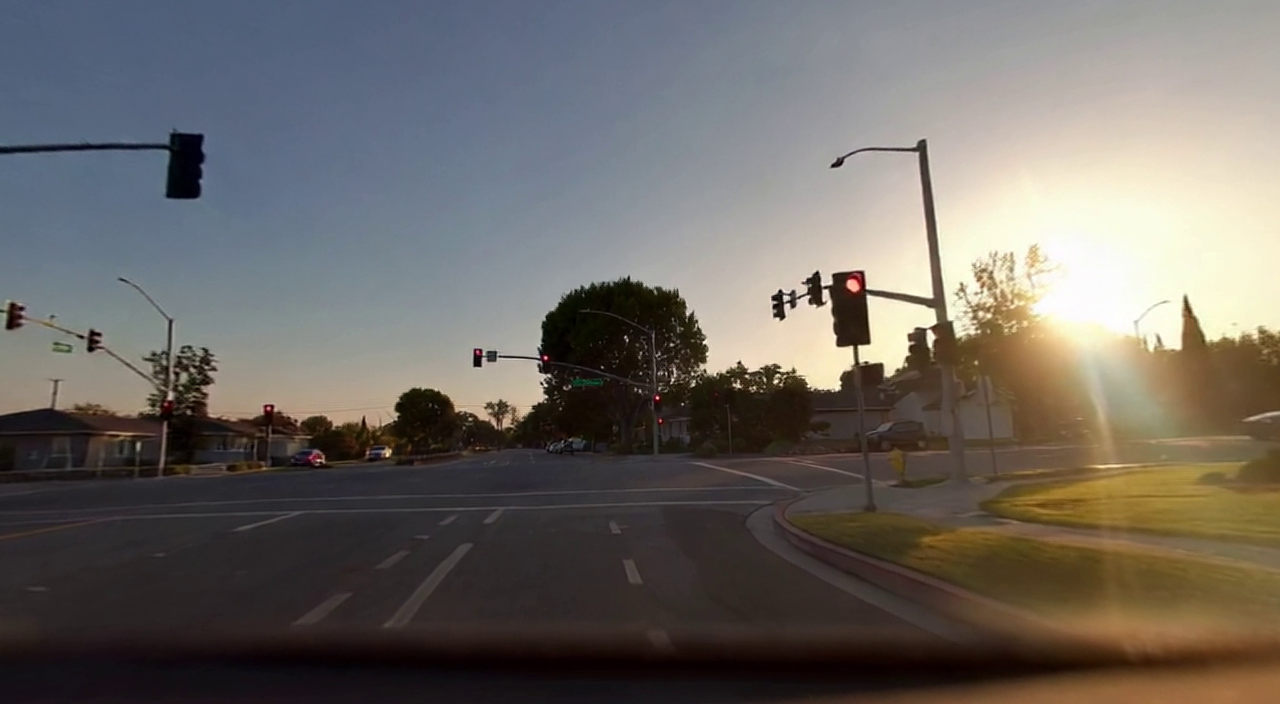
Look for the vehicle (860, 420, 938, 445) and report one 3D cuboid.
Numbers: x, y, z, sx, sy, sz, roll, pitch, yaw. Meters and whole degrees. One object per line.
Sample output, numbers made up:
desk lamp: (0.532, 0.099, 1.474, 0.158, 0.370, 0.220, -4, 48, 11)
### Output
vehicle: (18.415, 5.727, 44.937, 4.681, 1.712, 1.976, 0, -8, -4)
